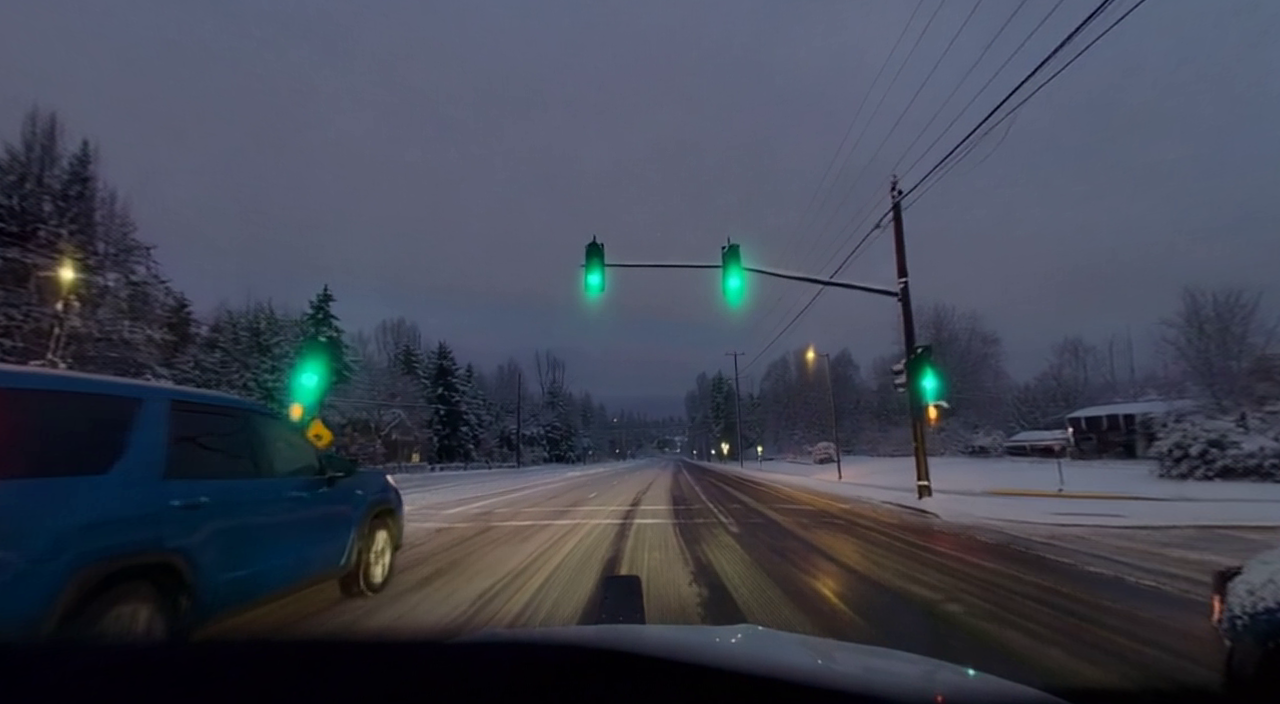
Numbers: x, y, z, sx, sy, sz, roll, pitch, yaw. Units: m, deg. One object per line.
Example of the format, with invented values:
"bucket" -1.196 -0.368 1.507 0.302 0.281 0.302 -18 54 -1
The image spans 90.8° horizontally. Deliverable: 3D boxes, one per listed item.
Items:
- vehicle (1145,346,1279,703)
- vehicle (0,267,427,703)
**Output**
"vehicle" 3.615 0.598 0.985 2.056 1.703 4.305 0 -8 0
"vehicle" -3.461 0.959 3.948 2.374 1.985 5.391 0 -8 0
